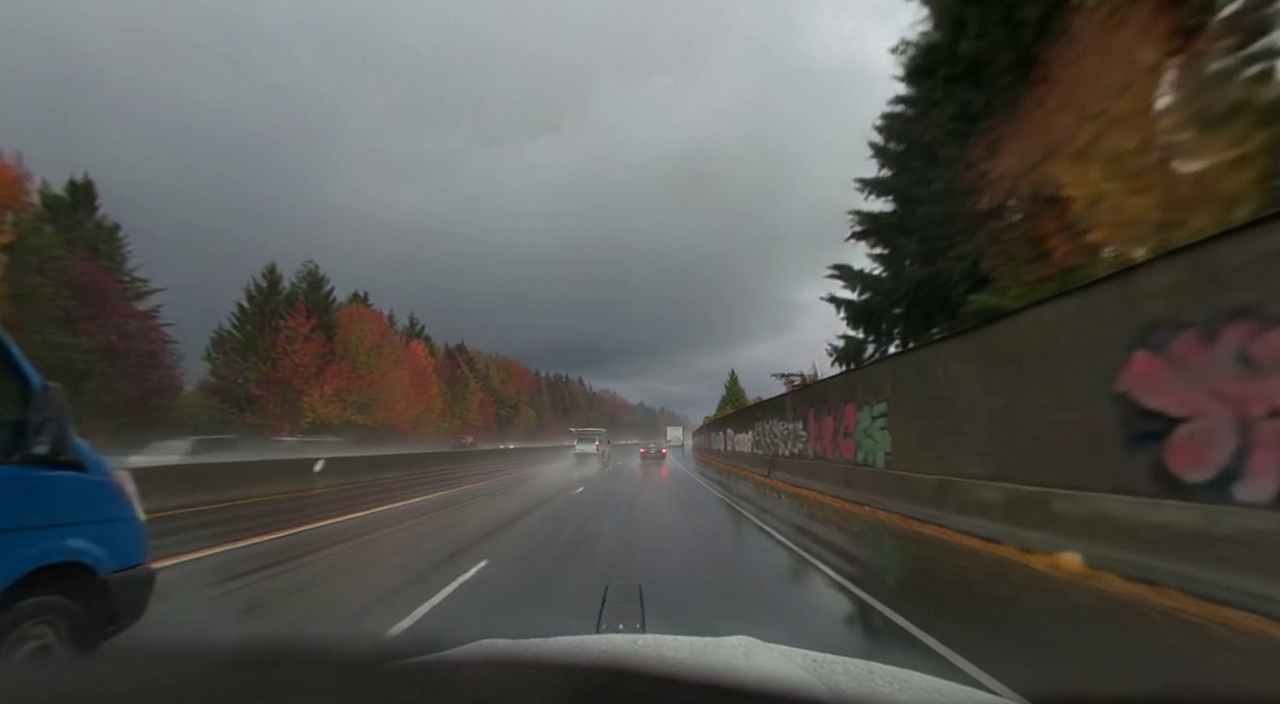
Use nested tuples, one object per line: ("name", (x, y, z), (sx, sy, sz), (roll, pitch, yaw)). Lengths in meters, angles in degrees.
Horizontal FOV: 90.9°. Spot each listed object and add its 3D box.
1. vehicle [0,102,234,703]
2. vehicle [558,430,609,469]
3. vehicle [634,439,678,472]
("vehicle", (-3.881, 0.038, 0.869), (2.297, 2.687, 6.317), (0, -8, 1))
("vehicle", (-3.090, 5.446, 35.355), (2.199, 1.973, 5.078), (0, -8, 2))
("vehicle", (0.781, 5.102, 31.240), (2.071, 1.487, 3.948), (0, -8, 1))
